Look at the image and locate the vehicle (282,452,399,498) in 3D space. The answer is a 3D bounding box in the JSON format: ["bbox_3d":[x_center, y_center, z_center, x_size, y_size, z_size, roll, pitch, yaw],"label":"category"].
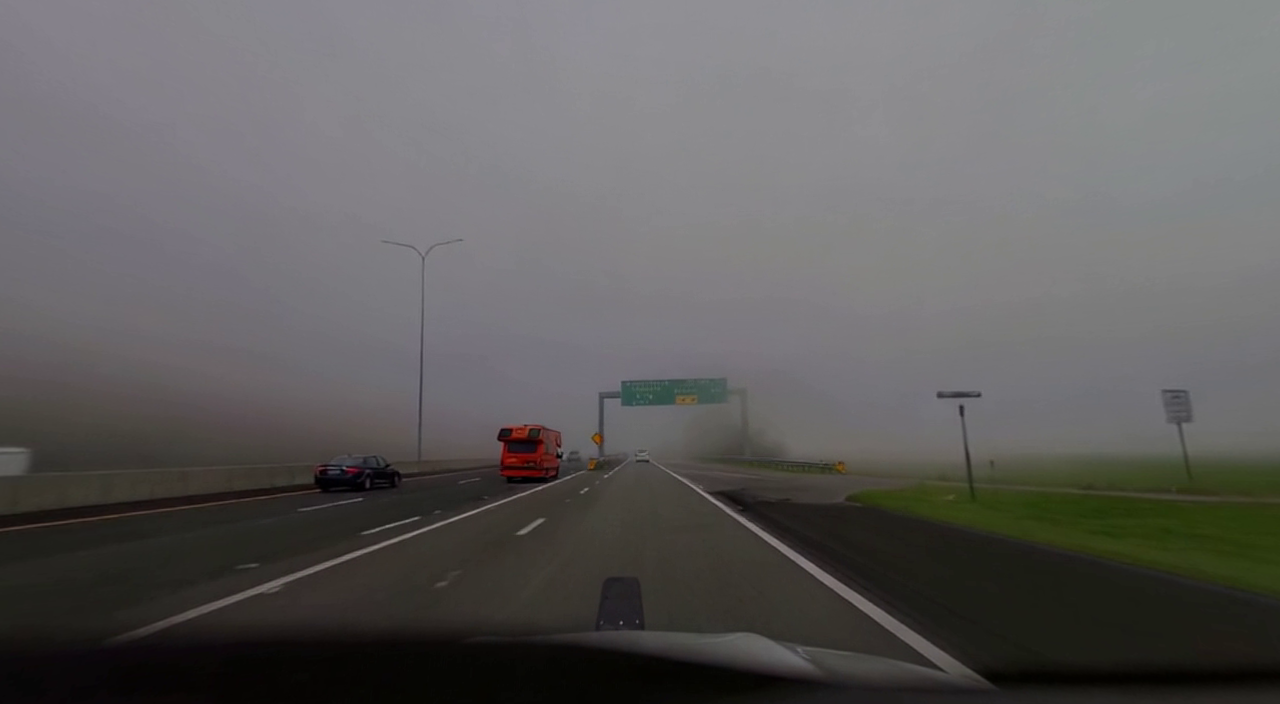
[{"bbox_3d":[-10.601,4.366,22.824,1.922,1.448,4.638,0,-9,1],"label":"vehicle"}]

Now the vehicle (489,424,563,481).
[{"bbox_3d":[-6.406,5.834,36.826,2.747,2.934,7.411,0,-9,2],"label":"vehicle"}]
